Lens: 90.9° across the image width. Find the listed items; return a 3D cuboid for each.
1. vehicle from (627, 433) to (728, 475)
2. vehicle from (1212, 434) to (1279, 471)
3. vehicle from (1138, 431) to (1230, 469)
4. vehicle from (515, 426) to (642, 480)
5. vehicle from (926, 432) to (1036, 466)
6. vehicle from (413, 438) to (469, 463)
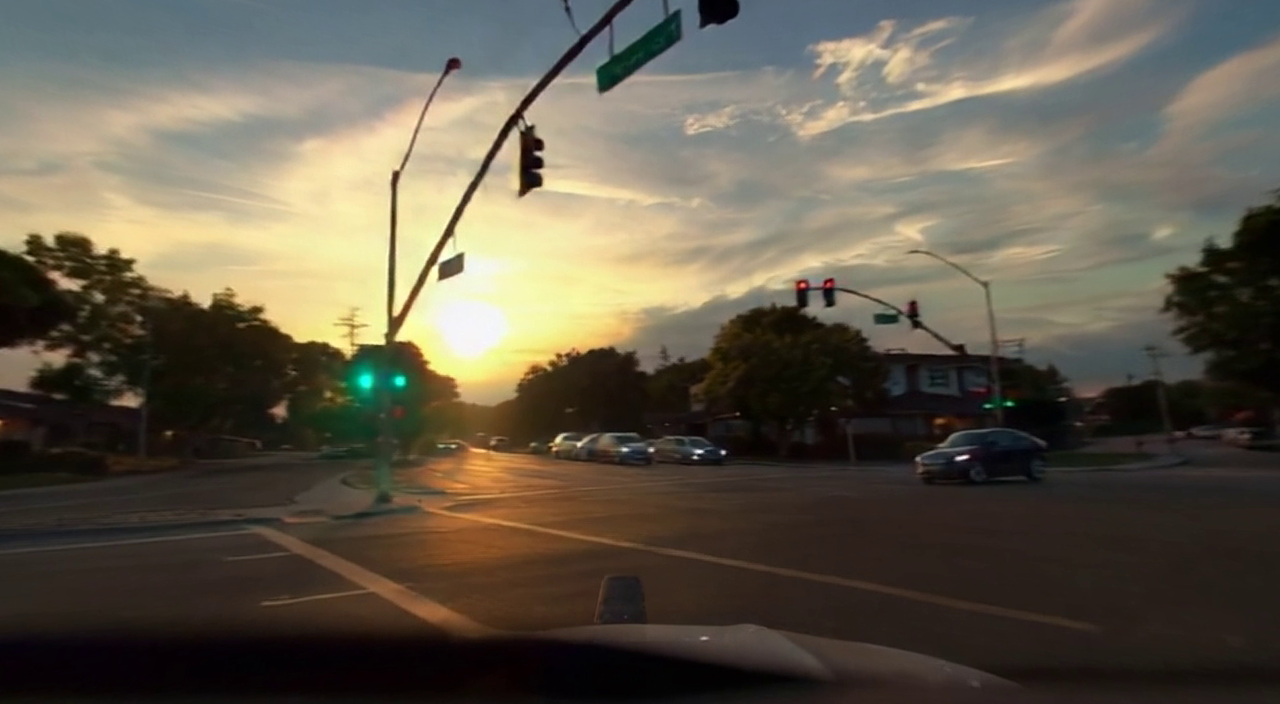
[{"bbox_3d":[1.687,4.868,30.151,2.129,1.801,4.911,7,-11,-36],"label":"vehicle"},{"bbox_3d":[27.809,4.526,28.292,4.356,1.519,2.039,6,-11,-34],"label":"vehicle"},{"bbox_3d":[28.552,5.124,33.038,4.804,1.838,2.248,6,-10,-33],"label":"vehicle"},{"bbox_3d":[-2.652,4.078,25.628,2.226,1.897,5.874,7,-11,-38],"label":"vehicle"},{"bbox_3d":[22.274,6.380,41.324,5.840,2.087,2.737,2,-9,-11],"label":"vehicle"},{"bbox_3d":[-14.498,7.124,45.749,2.159,1.734,4.462,8,-12,-40],"label":"vehicle"}]
